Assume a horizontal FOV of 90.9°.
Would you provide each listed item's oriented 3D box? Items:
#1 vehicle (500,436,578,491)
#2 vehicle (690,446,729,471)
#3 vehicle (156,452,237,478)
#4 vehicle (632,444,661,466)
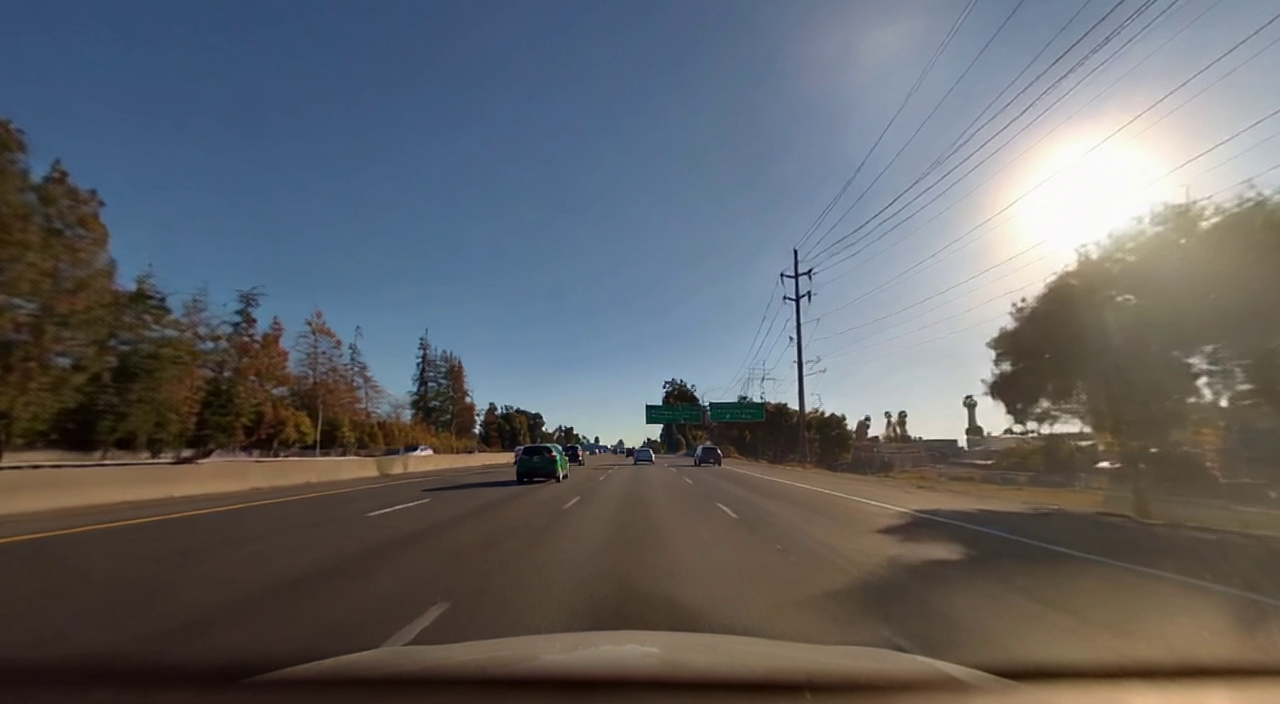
[{"bbox_3d":[-3.399,3.845,22.027,1.961,1.704,4.052,0,-9,1],"label":"vehicle"},{"bbox_3d":[4.385,6.738,40.205,1.964,1.479,4.252,0,-9,-1],"label":"vehicle"},{"bbox_3d":[-28.781,7.318,41.116,1.862,1.515,4.643,0,-9,1],"label":"vehicle"},{"bbox_3d":[0.476,7.976,48.962,2.156,1.647,3.987,0,-9,0],"label":"vehicle"}]
